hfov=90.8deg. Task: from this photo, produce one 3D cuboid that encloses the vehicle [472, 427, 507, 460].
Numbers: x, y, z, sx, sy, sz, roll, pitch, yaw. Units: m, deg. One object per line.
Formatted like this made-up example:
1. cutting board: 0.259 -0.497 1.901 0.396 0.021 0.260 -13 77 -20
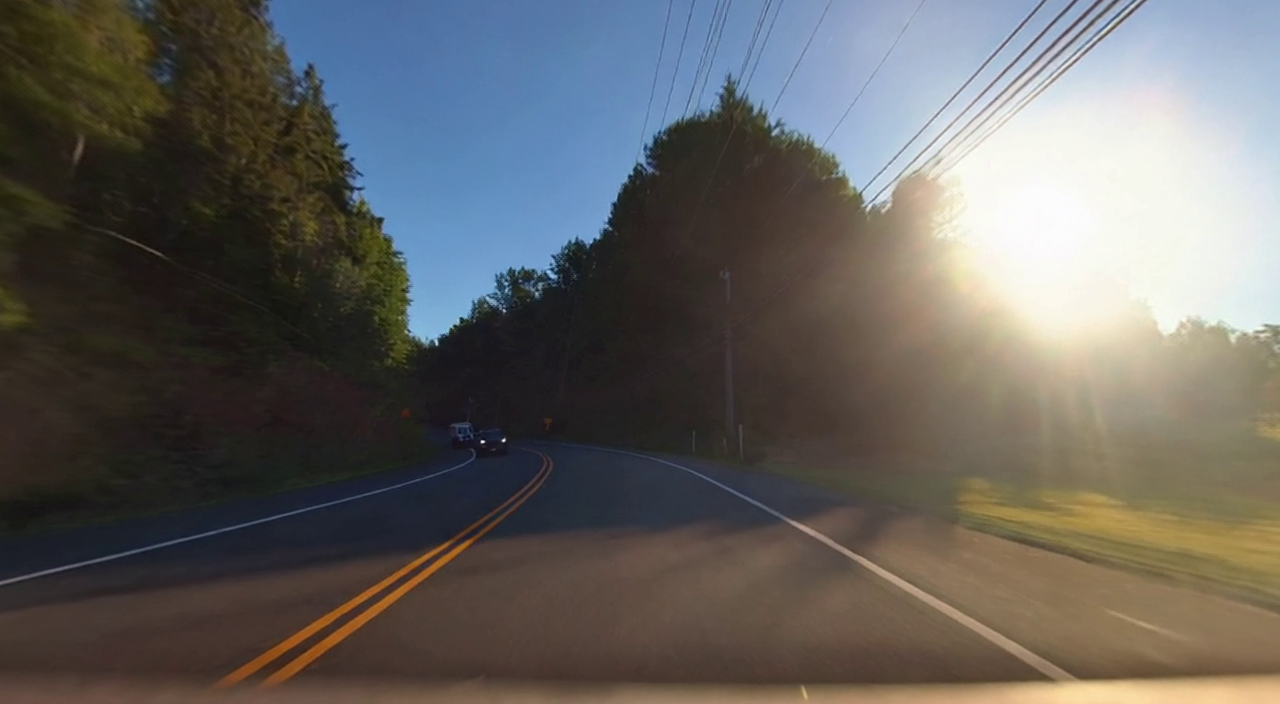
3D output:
1. vehicle: -10.152 6.208 42.837 2.151 2.036 4.267 1 -9 -12
